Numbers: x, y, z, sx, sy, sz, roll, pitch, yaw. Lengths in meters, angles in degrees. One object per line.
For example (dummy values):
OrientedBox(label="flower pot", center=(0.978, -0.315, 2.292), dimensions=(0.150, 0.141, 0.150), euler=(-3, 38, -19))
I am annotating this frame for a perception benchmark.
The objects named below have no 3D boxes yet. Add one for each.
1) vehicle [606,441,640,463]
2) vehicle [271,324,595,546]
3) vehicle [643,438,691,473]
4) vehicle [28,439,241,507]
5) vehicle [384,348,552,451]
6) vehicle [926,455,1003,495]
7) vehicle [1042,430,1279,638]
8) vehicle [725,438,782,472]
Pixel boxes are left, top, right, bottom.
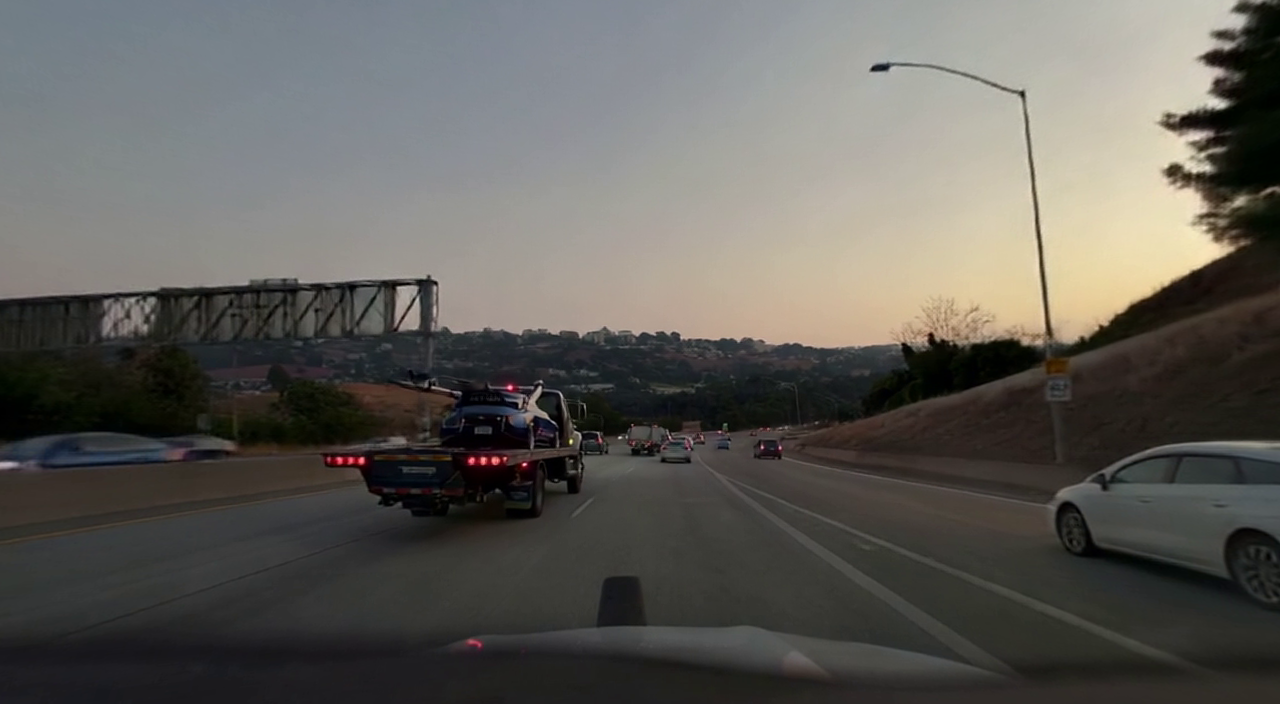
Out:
OrientedBox(label="vehicle", center=(-1.169, 7.047, 44.632), dimensions=(2.016, 1.450, 4.310), euler=(0, -8, 4))
OrientedBox(label="vehicle", center=(-3.113, 1.826, 13.589), dimensions=(3.162, 2.955, 10.282), euler=(0, -8, 2))
OrientedBox(label="vehicle", center=(1.266, 4.816, 29.491), dimensions=(2.079, 1.499, 3.915), euler=(0, -8, 2))
OrientedBox(label="vehicle", center=(-12.741, 3.031, 16.351), dimensions=(1.949, 1.509, 4.168), euler=(0, -8, 2))
OrientedBox(label="vehicle", center=(-3.111, 1.116, 12.609), dimensions=(1.893, 1.674, 4.766), euler=(0, -8, 1))
OrientedBox(label="vehicle", center=(22.372, 8.430, 43.760), dimensions=(2.433, 2.488, 4.939), euler=(1, -8, -4))
OrientedBox(label="vehicle", center=(5.625, 1.367, 4.886), dimensions=(2.040, 1.481, 4.260), euler=(1, -8, -3))
OrientedBox(label="vehicle", center=(5.818, 5.356, 32.916), dimensions=(2.075, 1.614, 4.682), euler=(0, -8, 0))
